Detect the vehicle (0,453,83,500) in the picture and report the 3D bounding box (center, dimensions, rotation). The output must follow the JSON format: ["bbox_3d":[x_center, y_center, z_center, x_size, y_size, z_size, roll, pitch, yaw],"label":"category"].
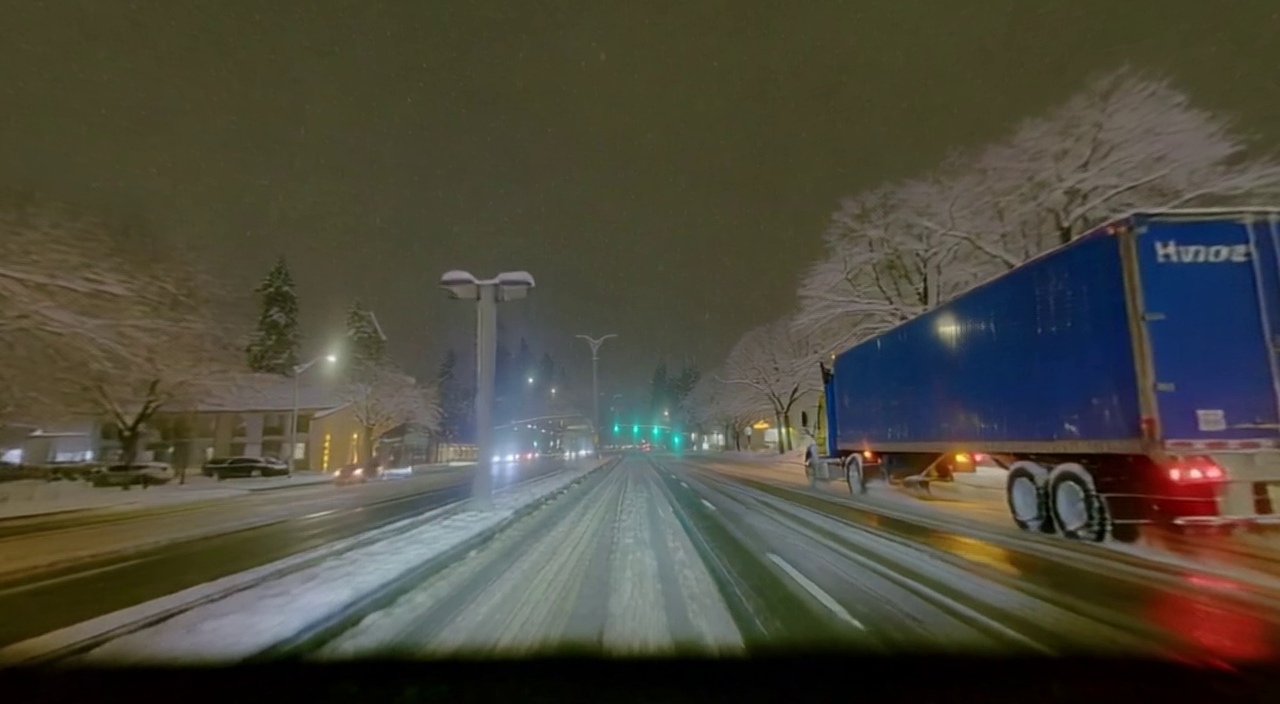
[{"bbox_3d":[-26.075,5.124,25.780,2.090,1.772,5.499,-2,-10,-6],"label":"vehicle"}]

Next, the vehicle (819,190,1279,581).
[{"bbox_3d":[6.690,1.090,11.817,3.120,3.794,11.510,0,-9,-1],"label":"vehicle"}]

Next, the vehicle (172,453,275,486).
[{"bbox_3d":[-25.412,7.122,38.647,4.900,1.808,2.103,7,-11,-39],"label":"vehicle"}]

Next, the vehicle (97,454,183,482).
[{"bbox_3d":[-37.662,8.709,47.720,4.621,1.820,2.083,1,-9,-19],"label":"vehicle"}]
